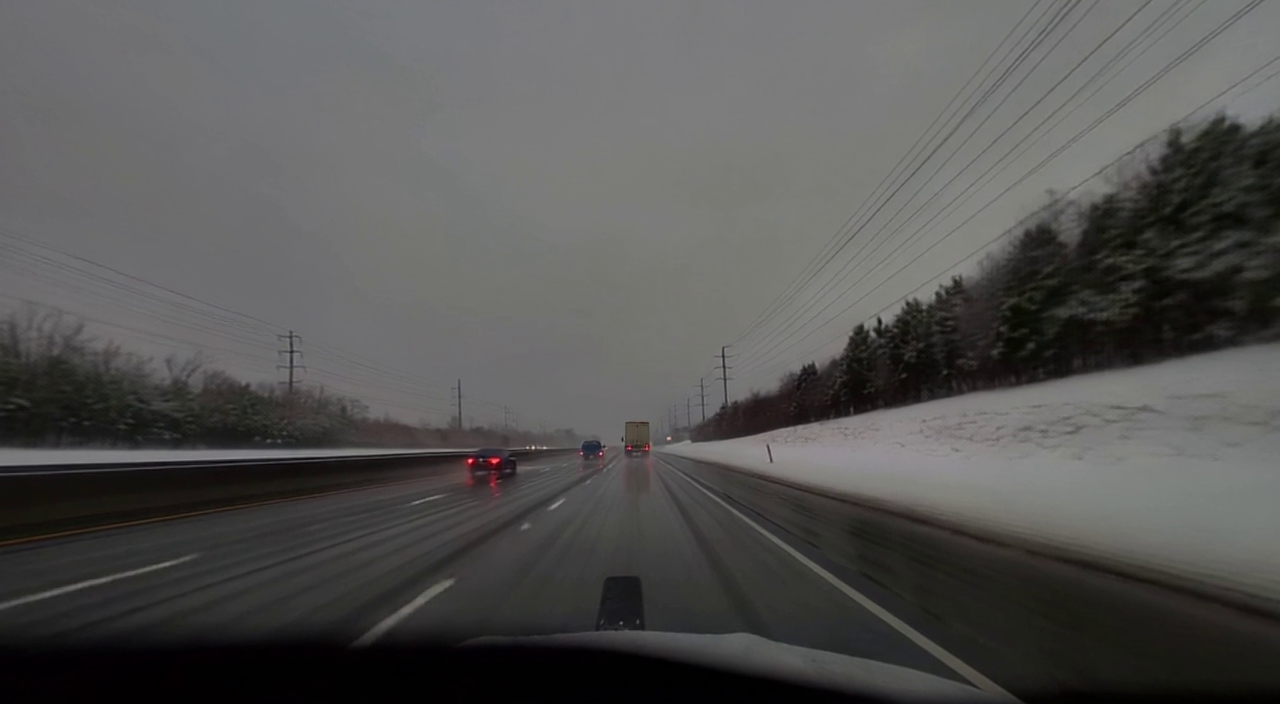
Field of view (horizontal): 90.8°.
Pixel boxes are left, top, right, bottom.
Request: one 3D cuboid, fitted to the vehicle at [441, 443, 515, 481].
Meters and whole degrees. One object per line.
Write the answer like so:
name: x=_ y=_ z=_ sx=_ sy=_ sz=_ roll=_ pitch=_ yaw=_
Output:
vehicle: x=-7.143 y=4.892 z=28.394 sx=2.066 sy=1.558 sz=4.607 roll=0 pitch=-9 yaw=0
